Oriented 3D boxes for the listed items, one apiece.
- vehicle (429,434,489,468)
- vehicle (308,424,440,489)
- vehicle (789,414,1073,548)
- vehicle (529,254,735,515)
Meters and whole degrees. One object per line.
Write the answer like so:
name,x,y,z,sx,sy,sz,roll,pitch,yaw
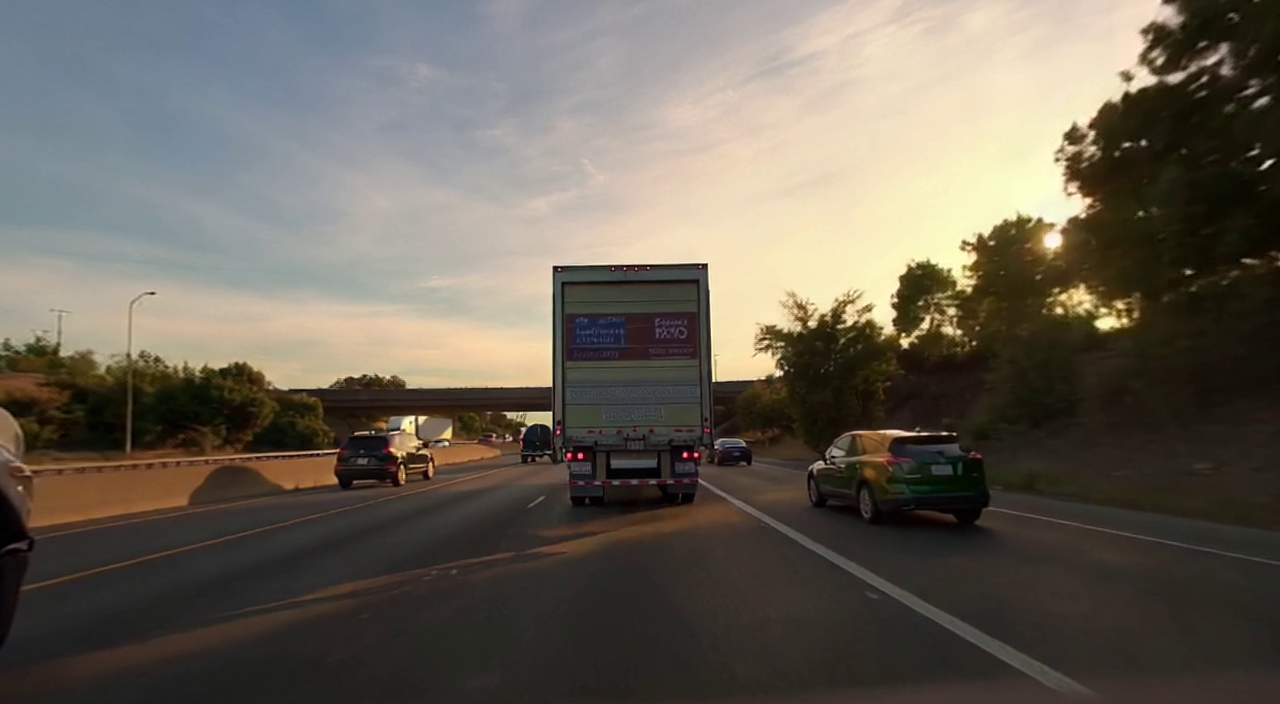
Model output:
vehicle,-8.594,4.710,30.147,1.845,1.488,3.656,0,-8,-1
vehicle,-7.844,3.105,19.128,2.057,1.698,4.550,0,-8,-1
vehicle,3.910,1.792,9.573,2.003,1.519,4.580,0,-8,-2
vehicle,-0.225,1.085,14.038,2.911,3.787,9.905,0,-8,-1
